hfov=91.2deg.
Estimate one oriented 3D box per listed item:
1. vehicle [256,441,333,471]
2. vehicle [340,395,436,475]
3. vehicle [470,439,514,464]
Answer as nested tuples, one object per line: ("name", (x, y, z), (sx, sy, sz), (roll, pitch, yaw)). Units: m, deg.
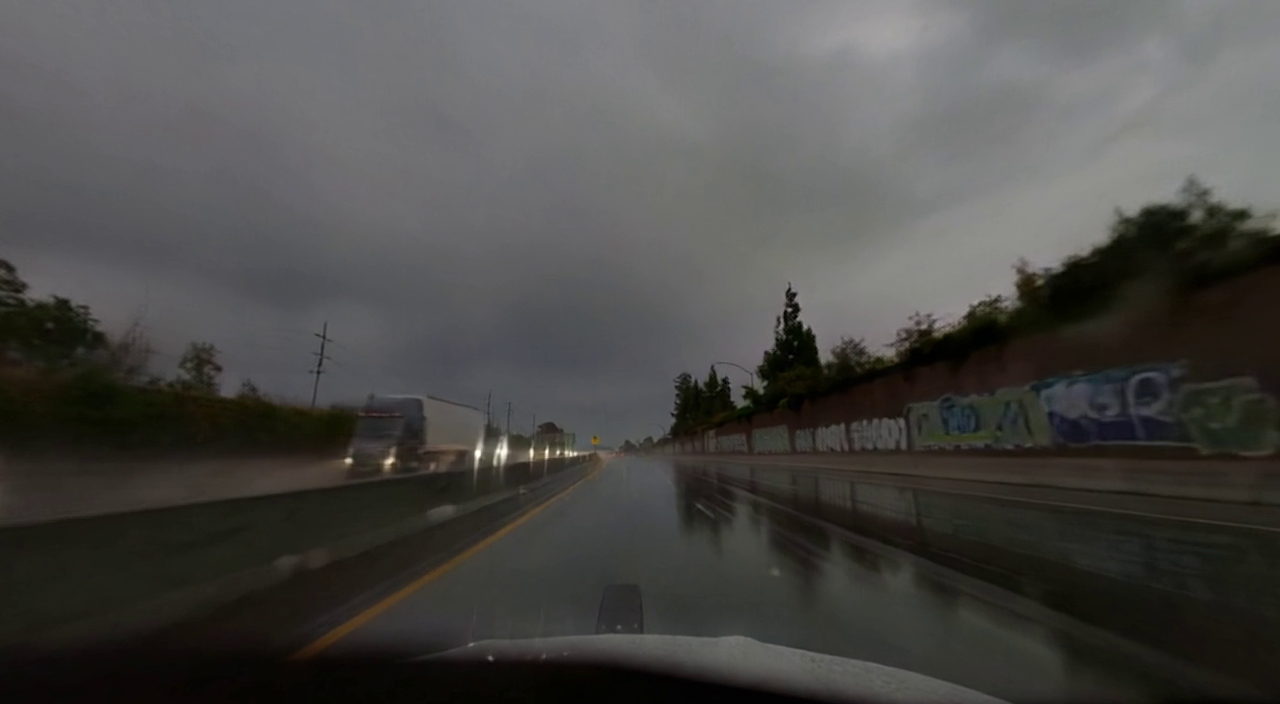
("vehicle", (-19.288, 5.813, 35.210), (1.899, 1.577, 4.432), (0, -9, -2))
("vehicle", (-14.065, 4.763, 35.571), (2.852, 4.117, 6.059), (0, -9, -1))
("vehicle", (-9.975, 6.730, 42.510), (1.978, 1.542, 4.321), (0, -9, 0))
